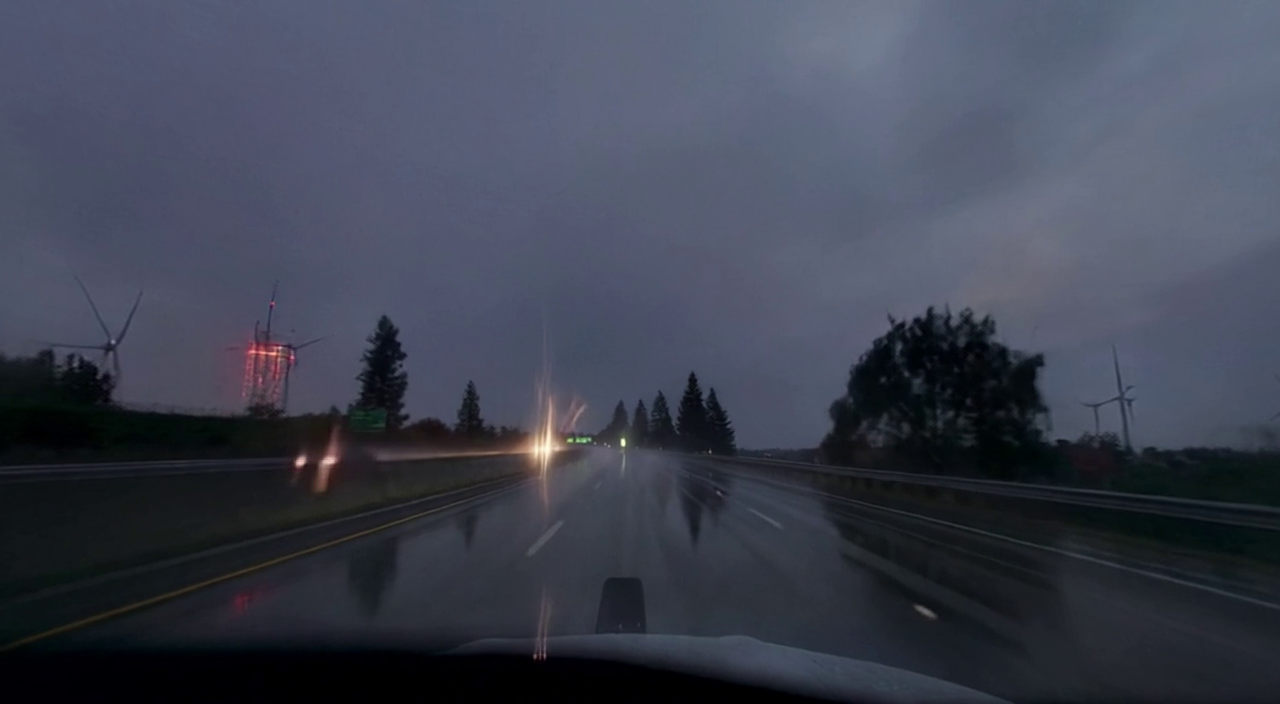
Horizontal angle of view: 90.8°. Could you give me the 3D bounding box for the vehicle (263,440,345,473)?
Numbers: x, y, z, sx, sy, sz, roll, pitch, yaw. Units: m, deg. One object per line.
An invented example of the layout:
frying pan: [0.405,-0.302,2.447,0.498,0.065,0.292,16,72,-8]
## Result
vehicle: [-16.714,5.220,31.637,1.887,1.505,4.059,0,-9,0]
